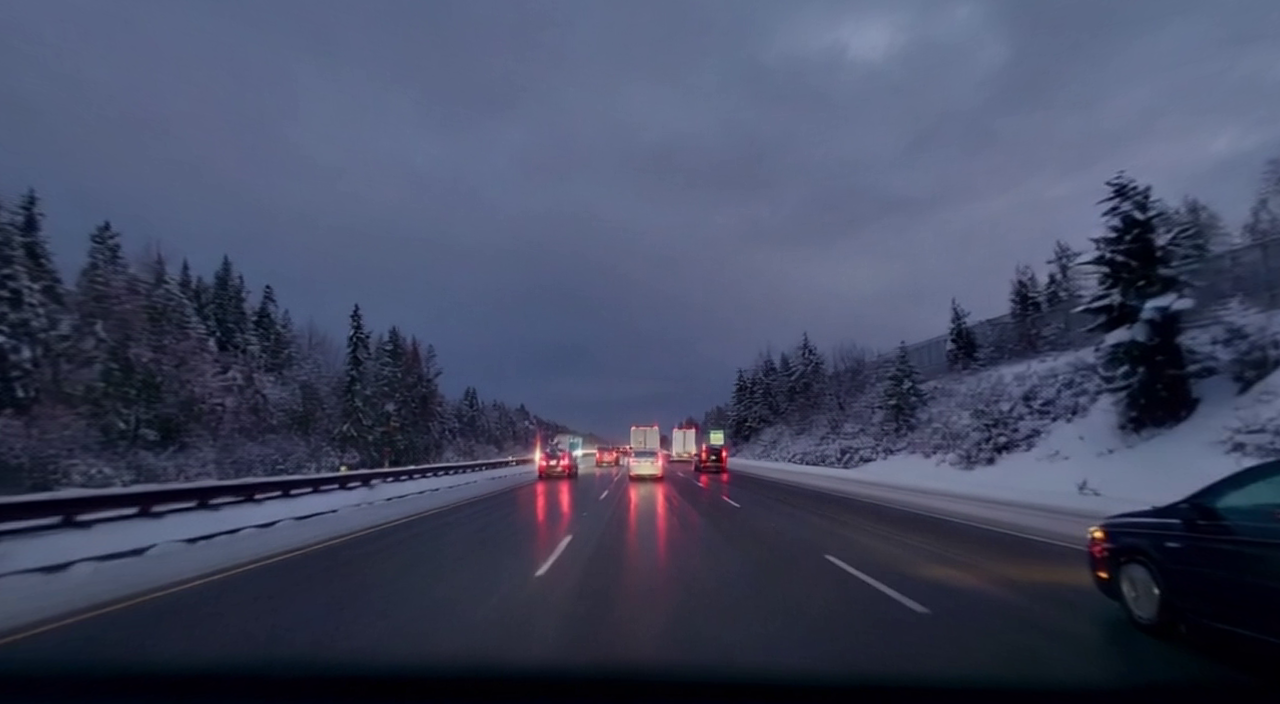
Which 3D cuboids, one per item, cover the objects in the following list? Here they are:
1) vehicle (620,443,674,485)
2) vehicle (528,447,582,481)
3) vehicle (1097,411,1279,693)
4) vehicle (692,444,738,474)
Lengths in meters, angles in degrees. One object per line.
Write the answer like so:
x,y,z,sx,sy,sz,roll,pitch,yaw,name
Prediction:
0.266,4.556,25.750,2.015,1.526,4.286,0,-9,0,vehicle
-4.047,5.423,30.591,1.967,1.473,4.439,0,-9,0,vehicle
4.493,0.946,2.566,2.059,1.506,4.106,0,-9,-1,vehicle
4.211,6.105,35.930,2.018,1.639,4.149,0,-9,-1,vehicle
